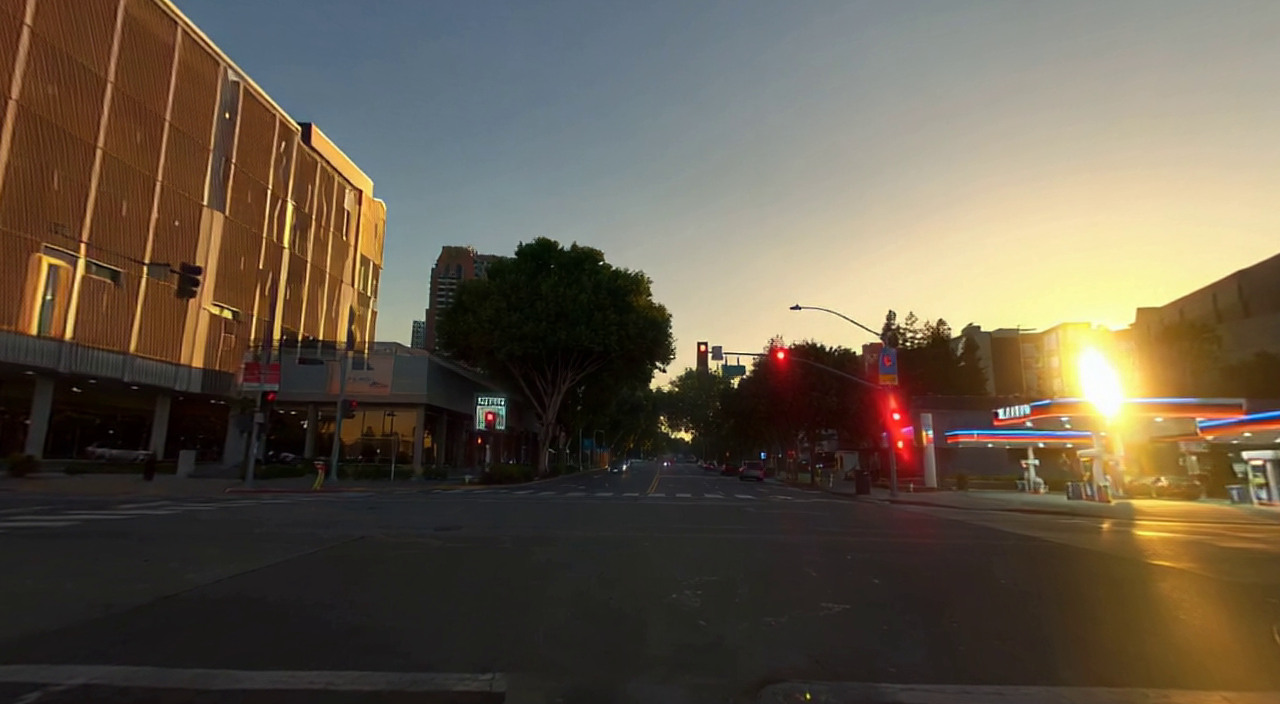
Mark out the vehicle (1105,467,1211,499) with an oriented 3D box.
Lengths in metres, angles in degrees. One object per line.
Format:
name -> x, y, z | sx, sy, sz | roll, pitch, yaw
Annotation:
vehicle -> 28.026, 7.065, 34.305 | 1.897, 1.466, 4.211 | 1, -8, -6
